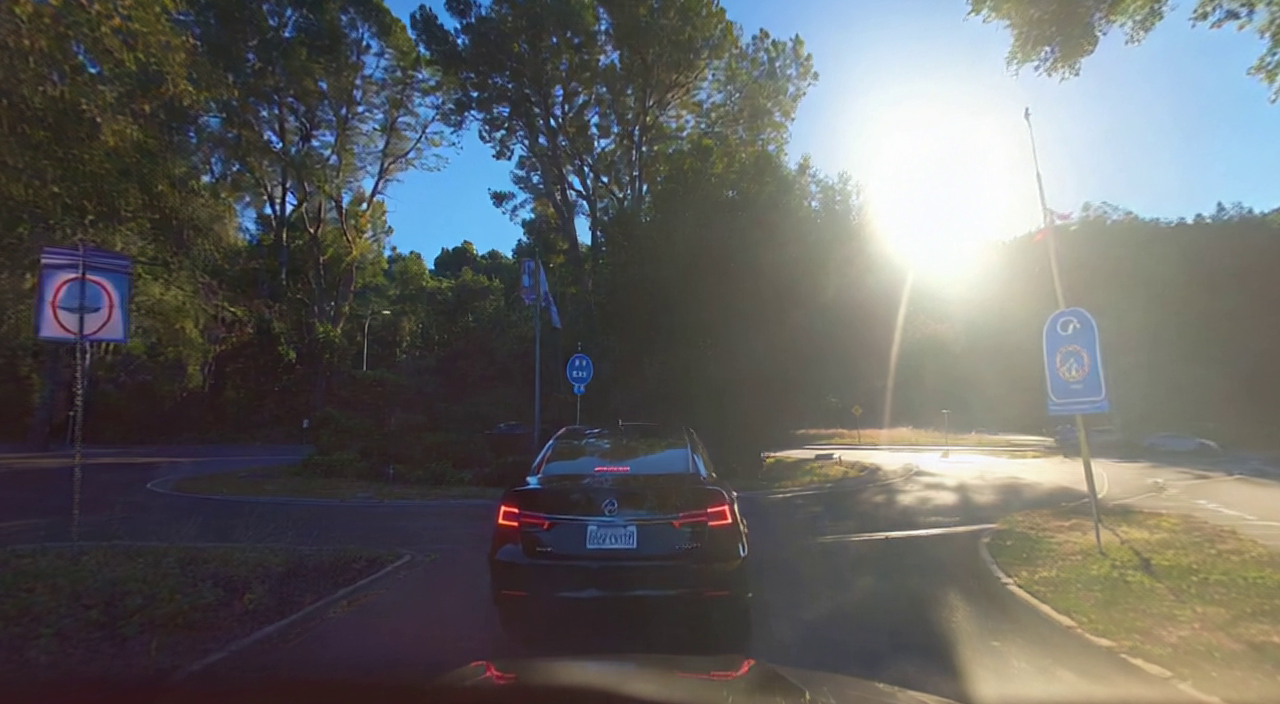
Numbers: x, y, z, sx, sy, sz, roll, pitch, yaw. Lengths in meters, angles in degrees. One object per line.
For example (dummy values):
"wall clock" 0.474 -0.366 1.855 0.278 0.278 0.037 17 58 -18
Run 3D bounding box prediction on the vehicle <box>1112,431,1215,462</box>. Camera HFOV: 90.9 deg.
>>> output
"vehicle" 29.795 5.405 35.923 4.485 1.691 2.132 2 -9 -14

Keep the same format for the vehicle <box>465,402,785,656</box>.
"vehicle" 0.032 1.466 6.172 2.078 1.607 4.010 -1 -9 4

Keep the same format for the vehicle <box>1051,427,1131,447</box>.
"vehicle" 35.280 6.686 49.415 4.652 1.498 1.783 -2 -9 10
